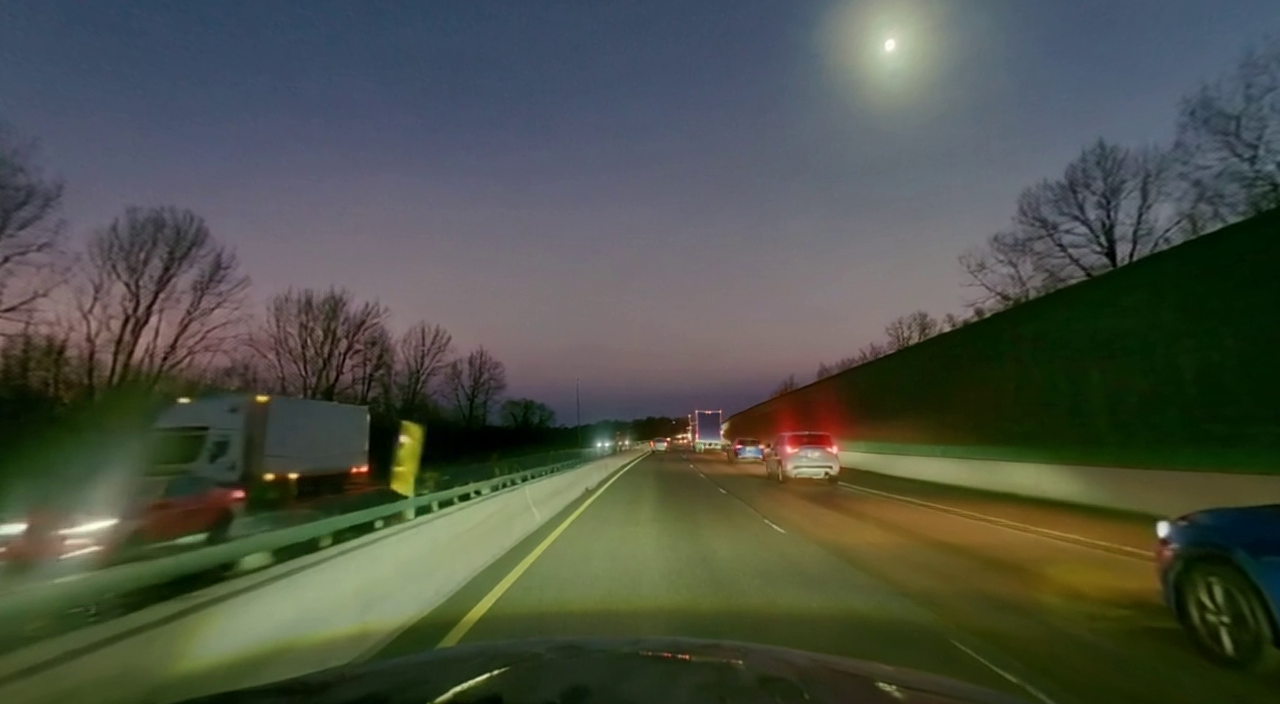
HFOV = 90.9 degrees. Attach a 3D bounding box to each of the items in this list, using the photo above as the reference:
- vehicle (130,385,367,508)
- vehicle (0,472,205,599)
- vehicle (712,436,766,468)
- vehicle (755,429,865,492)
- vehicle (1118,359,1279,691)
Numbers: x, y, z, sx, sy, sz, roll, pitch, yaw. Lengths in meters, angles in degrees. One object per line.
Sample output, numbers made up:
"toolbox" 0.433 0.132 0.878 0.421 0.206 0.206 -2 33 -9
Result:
"vehicle" -13.951 3.546 23.981 2.992 3.720 9.676 1 -8 -2
"vehicle" -9.277 2.743 10.030 1.804 1.447 4.181 1 -8 -2
"vehicle" 4.950 5.069 32.084 2.000 1.473 4.440 0 -8 0
"vehicle" 4.609 2.988 17.738 1.940 1.539 4.005 0 -8 0
"vehicle" 4.350 0.722 2.037 2.110 1.684 4.390 0 -8 0
